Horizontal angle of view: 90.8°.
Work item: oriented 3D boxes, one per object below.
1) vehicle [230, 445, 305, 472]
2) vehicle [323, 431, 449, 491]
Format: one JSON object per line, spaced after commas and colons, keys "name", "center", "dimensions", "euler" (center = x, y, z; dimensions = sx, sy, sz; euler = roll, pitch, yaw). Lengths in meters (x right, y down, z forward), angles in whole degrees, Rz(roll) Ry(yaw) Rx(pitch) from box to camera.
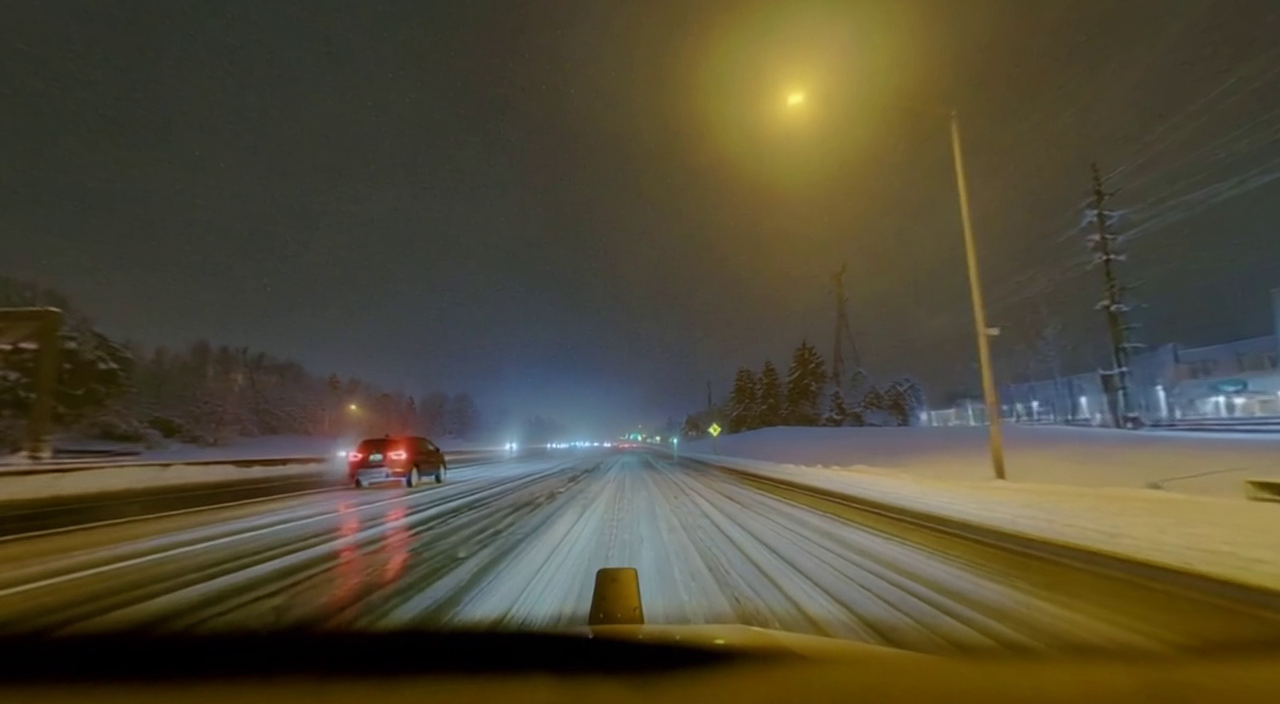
{"name": "vehicle", "center": [-21.700, 6.190, 36.983], "dimensions": [1.813, 1.444, 4.282], "euler": [0, -8, 0]}
{"name": "vehicle", "center": [-7.694, 3.366, 19.702], "dimensions": [2.140, 1.626, 4.457], "euler": [1, -9, -1]}
